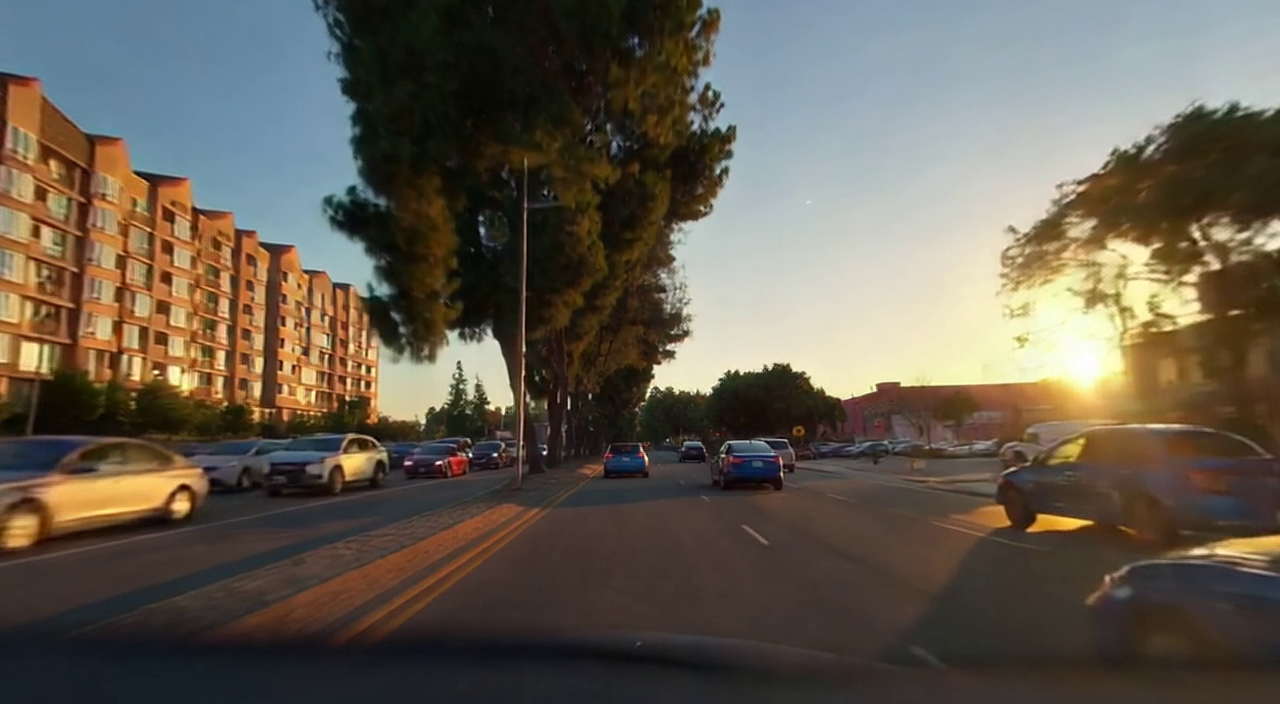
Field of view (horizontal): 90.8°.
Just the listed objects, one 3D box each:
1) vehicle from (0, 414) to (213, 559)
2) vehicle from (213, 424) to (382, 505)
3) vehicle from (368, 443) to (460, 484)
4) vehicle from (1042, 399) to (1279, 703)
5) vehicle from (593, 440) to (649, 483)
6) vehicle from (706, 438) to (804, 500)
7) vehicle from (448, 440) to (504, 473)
[{"bbox_3d":[-8.888,1.844,8.983,2.145,1.747,5.014,-1,-8,0],"label":"vehicle"},{"bbox_3d":[-9.038,2.996,17.280,2.043,1.860,4.656,-1,-8,-1],"label":"vehicle"},{"bbox_3d":[-9.115,4.524,25.977,2.148,1.473,4.709,0,-9,-1],"label":"vehicle"},{"bbox_3d":[3.352,0.754,1.255,2.021,1.471,4.666,0,-9,0],"label":"vehicle"},{"bbox_3d":[-0.688,4.173,24.306,1.994,1.479,3.647,0,-9,-1],"label":"vehicle"},{"bbox_3d":[3.017,3.146,17.422,1.852,1.498,3.825,0,-9,-2],"label":"vehicle"},{"bbox_3d":[-9.098,5.817,35.448,2.019,1.668,4.433,-1,-8,0],"label":"vehicle"}]
